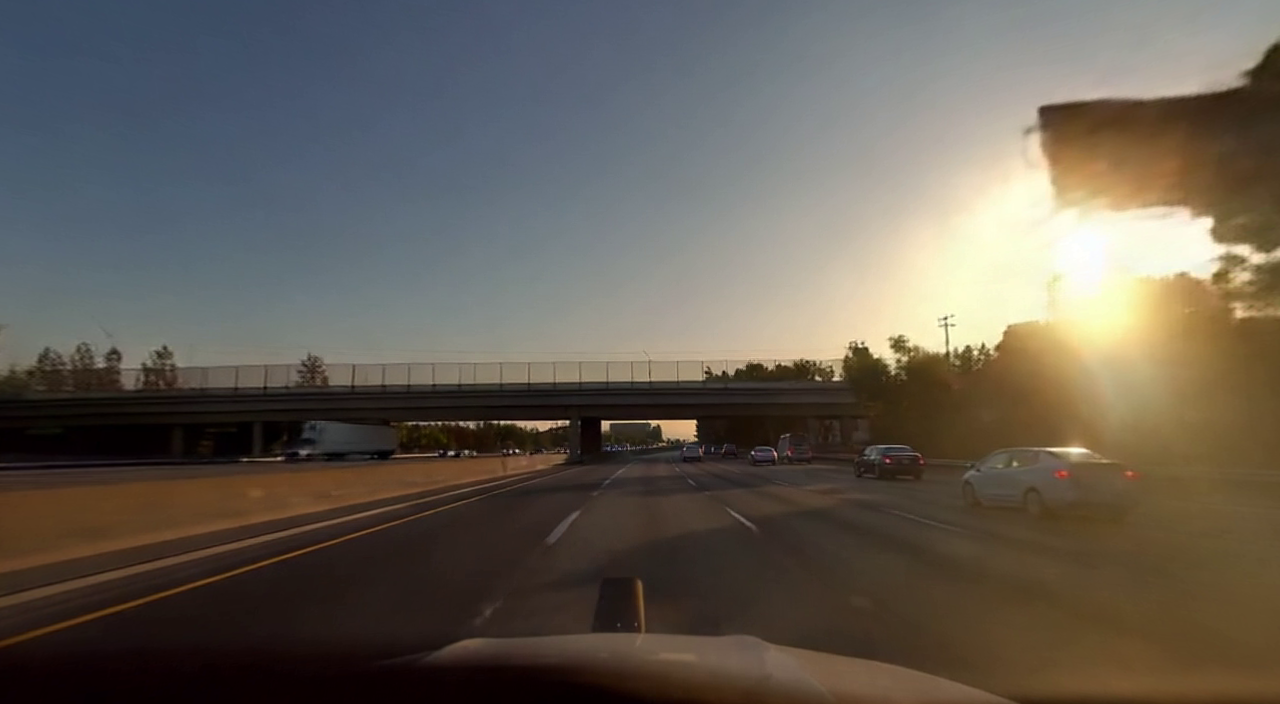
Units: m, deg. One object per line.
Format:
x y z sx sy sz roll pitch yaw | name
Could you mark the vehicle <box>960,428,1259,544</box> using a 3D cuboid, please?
7.733 2.222 11.114 1.862 1.613 4.316 0 -9 -1 | vehicle
